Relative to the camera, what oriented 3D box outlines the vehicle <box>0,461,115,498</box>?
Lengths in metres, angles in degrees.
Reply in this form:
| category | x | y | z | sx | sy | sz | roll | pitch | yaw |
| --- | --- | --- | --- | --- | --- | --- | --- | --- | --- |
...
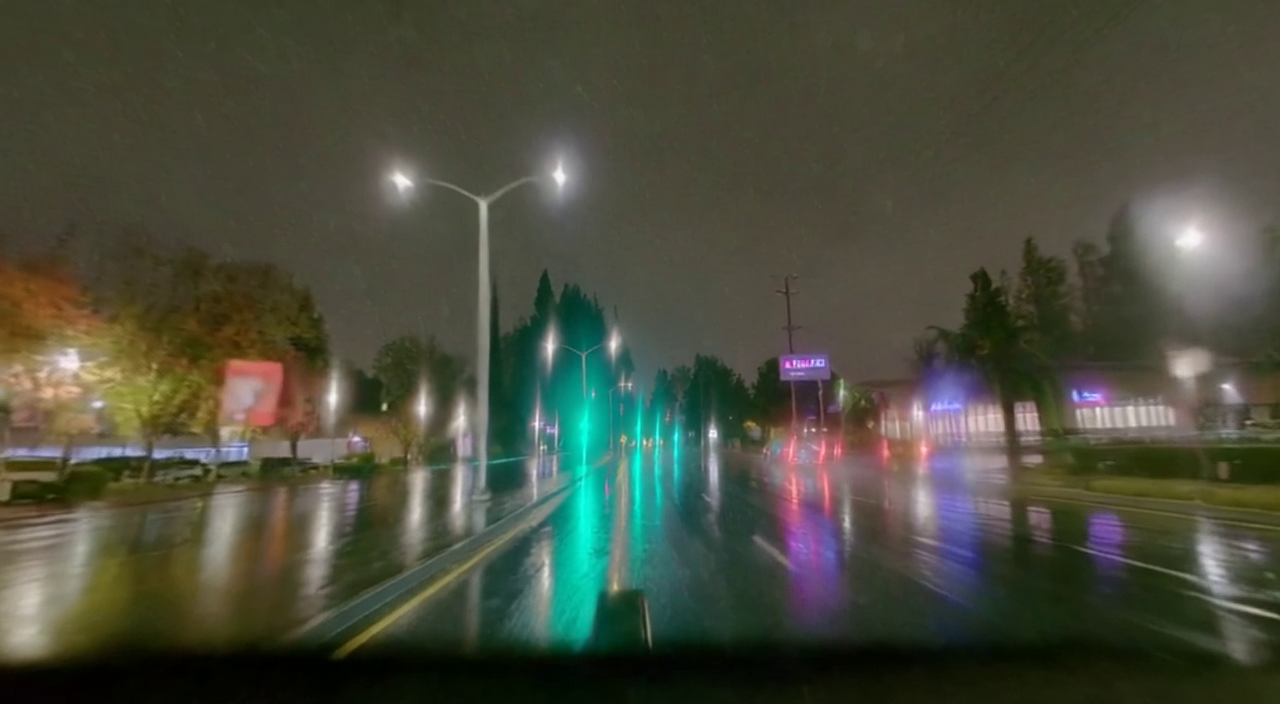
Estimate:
| category | x | y | z | sx | sy | sz | roll | pitch | yaw |
| --- | --- | --- | --- | --- | --- | --- | --- | --- | --- |
| vehicle | -26.394 | 5.563 | 27.707 | 4.680 | 1.443 | 1.960 | 3 | -9 | -22 |

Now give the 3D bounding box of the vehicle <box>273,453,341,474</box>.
| category | x | y | z | sx | sy | sz | roll | pitch | yaw |
| --- | --- | --- | --- | --- | --- | --- | --- | --- | --- |
| vehicle | -25.241 | 8.462 | 48.098 | 4.296 | 1.406 | 1.920 | 3 | -9 | -20 |
